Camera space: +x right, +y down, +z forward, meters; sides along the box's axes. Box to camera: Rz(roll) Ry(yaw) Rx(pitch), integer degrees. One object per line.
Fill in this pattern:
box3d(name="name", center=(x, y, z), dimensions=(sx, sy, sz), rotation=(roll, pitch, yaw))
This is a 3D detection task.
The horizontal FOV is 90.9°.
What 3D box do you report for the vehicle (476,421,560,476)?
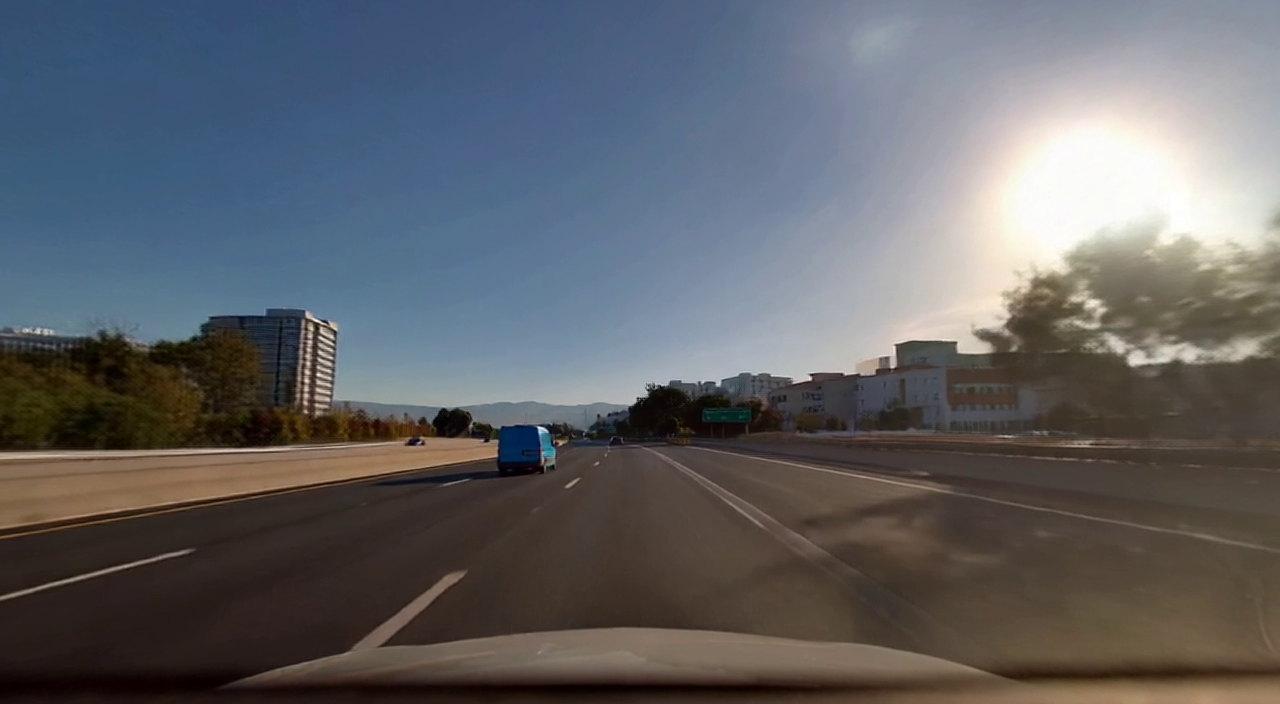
box3d(name="vehicle", center=(-4.395, 3.537, 23.475), dimensions=(2.219, 1.827, 4.738), rotation=(0, -8, -1))
